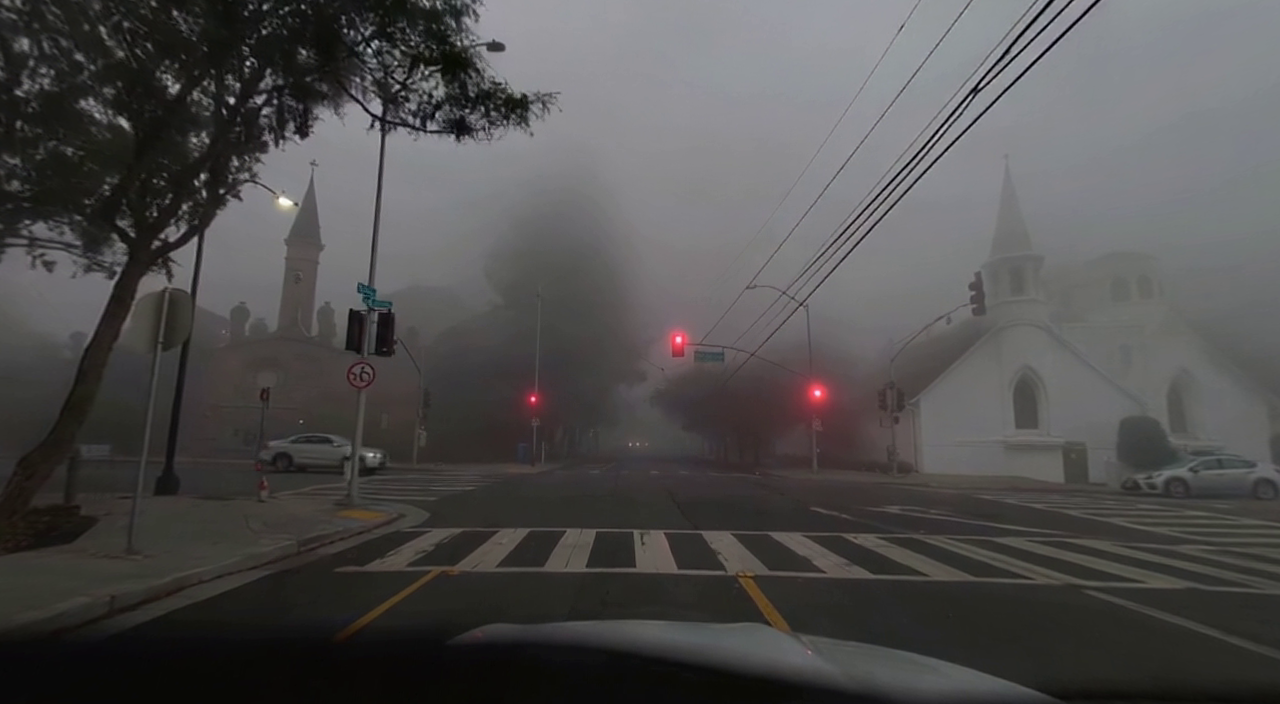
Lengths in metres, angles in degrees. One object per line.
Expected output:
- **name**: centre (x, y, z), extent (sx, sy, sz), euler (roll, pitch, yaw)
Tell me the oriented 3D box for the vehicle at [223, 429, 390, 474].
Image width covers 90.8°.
- **vehicle**: centre (-11.564, 3.474, 22.129), extent (4.718, 1.497, 2.032), euler (0, -9, 4)
